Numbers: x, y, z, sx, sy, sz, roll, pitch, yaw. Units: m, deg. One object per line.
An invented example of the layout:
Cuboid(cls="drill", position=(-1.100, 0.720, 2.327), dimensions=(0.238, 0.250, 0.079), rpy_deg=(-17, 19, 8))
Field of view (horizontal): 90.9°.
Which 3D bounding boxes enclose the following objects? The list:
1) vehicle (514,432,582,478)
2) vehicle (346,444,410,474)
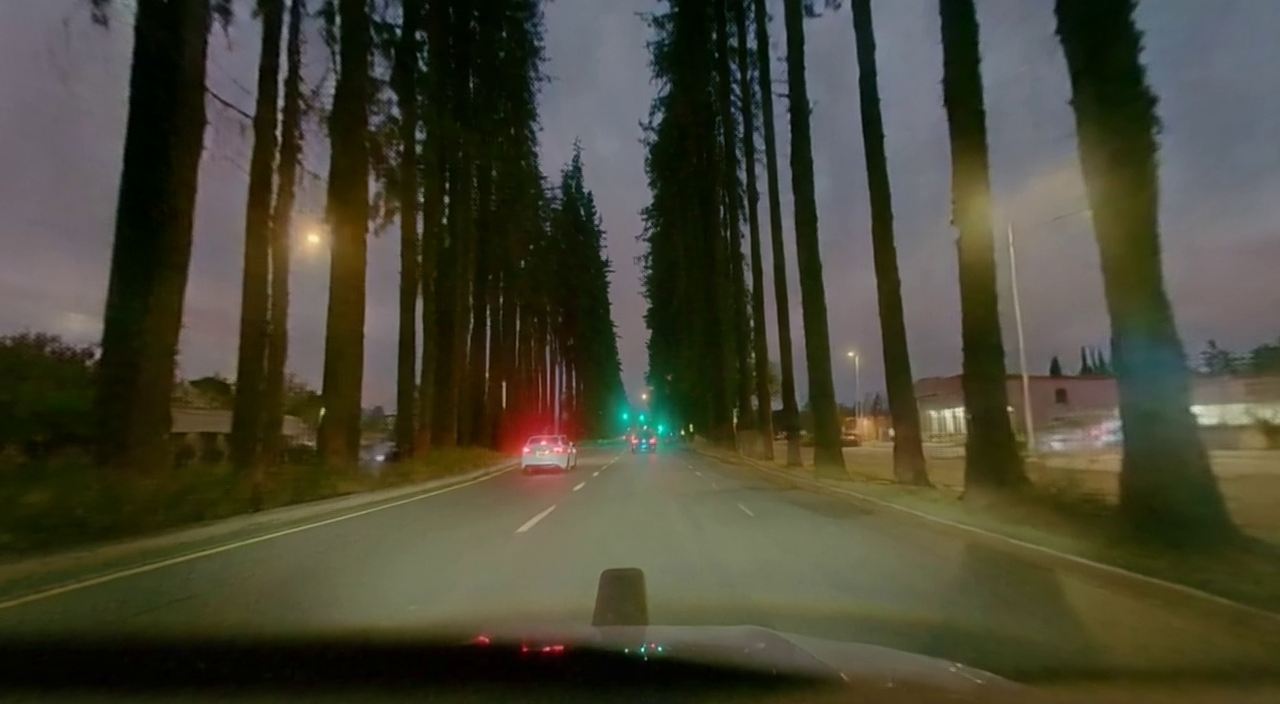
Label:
Cuboid(cls="vehicle", position=(-3.484, 4.004, 24.817), dimensions=(1.914, 1.630, 4.351), rpy_deg=(0, -8, 2))
Cuboid(cls="vehicle", position=(-15.719, 6.412, 38.089), dimensions=(1.884, 1.714, 4.450), rpy_deg=(0, -8, 0))
